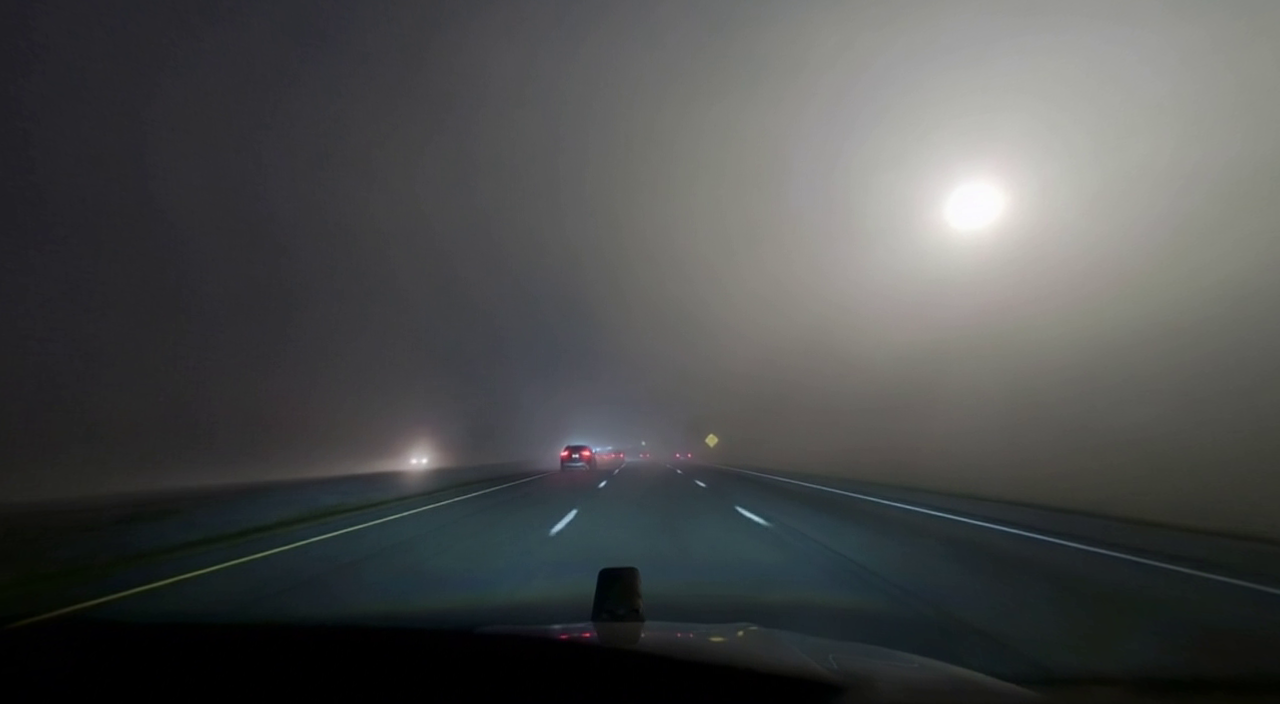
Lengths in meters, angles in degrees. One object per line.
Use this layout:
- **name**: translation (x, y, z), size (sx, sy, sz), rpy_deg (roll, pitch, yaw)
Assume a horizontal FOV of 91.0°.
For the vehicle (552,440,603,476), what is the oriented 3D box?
- **vehicle**: translation (-3.112, 5.385, 32.304), size (2.070, 1.707, 4.309), rpy_deg (0, -9, 1)
